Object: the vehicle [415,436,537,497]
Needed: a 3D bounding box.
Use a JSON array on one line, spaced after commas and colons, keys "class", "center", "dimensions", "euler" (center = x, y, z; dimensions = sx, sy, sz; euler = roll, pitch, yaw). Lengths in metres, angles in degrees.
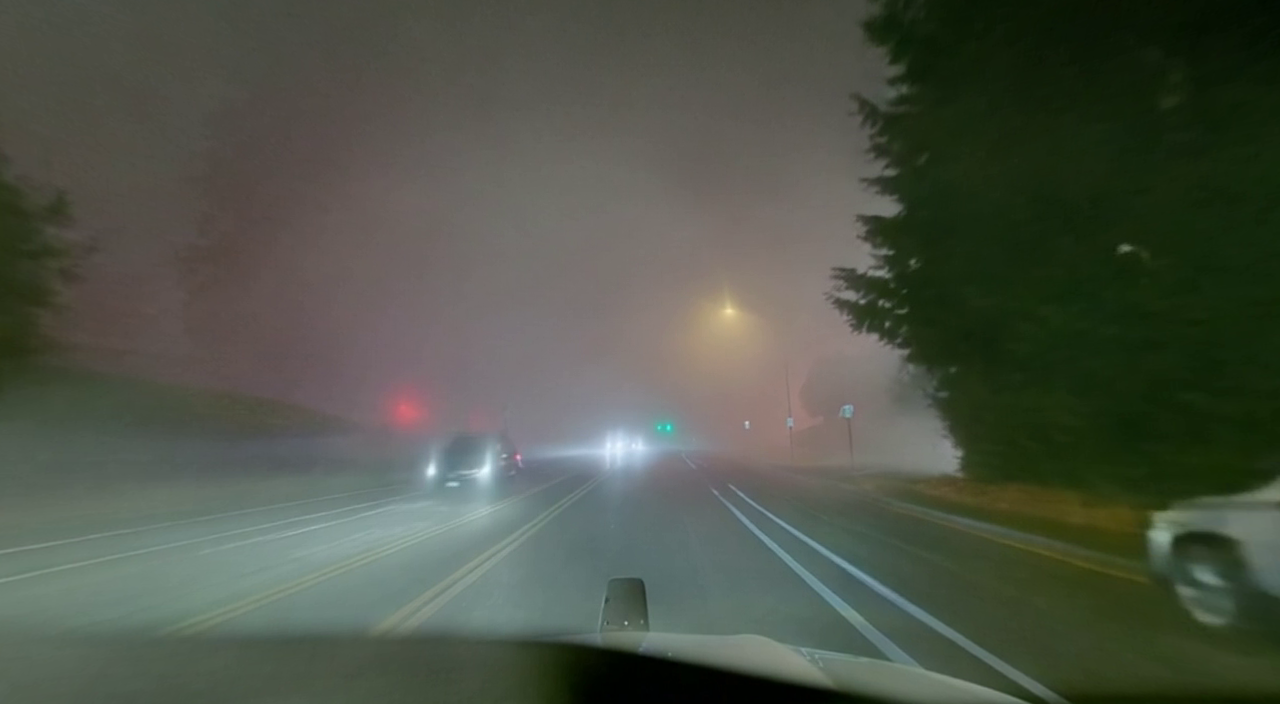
[{"class": "vehicle", "center": [-4.565, 3.265, 18.361], "dimensions": [2.192, 1.533, 4.341], "euler": [0, -8, 3]}]
